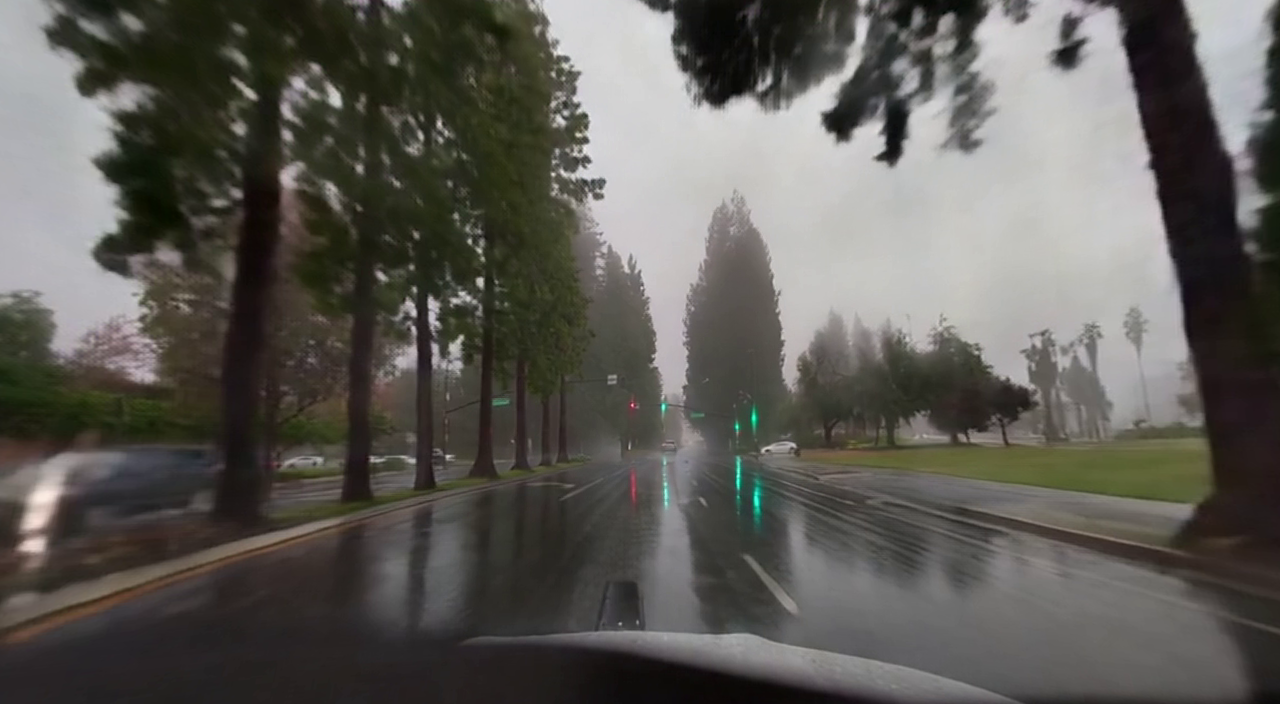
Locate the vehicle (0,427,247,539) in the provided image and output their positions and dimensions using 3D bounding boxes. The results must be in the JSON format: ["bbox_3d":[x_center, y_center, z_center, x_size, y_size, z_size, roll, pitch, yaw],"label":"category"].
[{"bbox_3d":[-11.241,2.662,13.496,2.174,1.855,5.452,-2,-9,0],"label":"vehicle"}]
